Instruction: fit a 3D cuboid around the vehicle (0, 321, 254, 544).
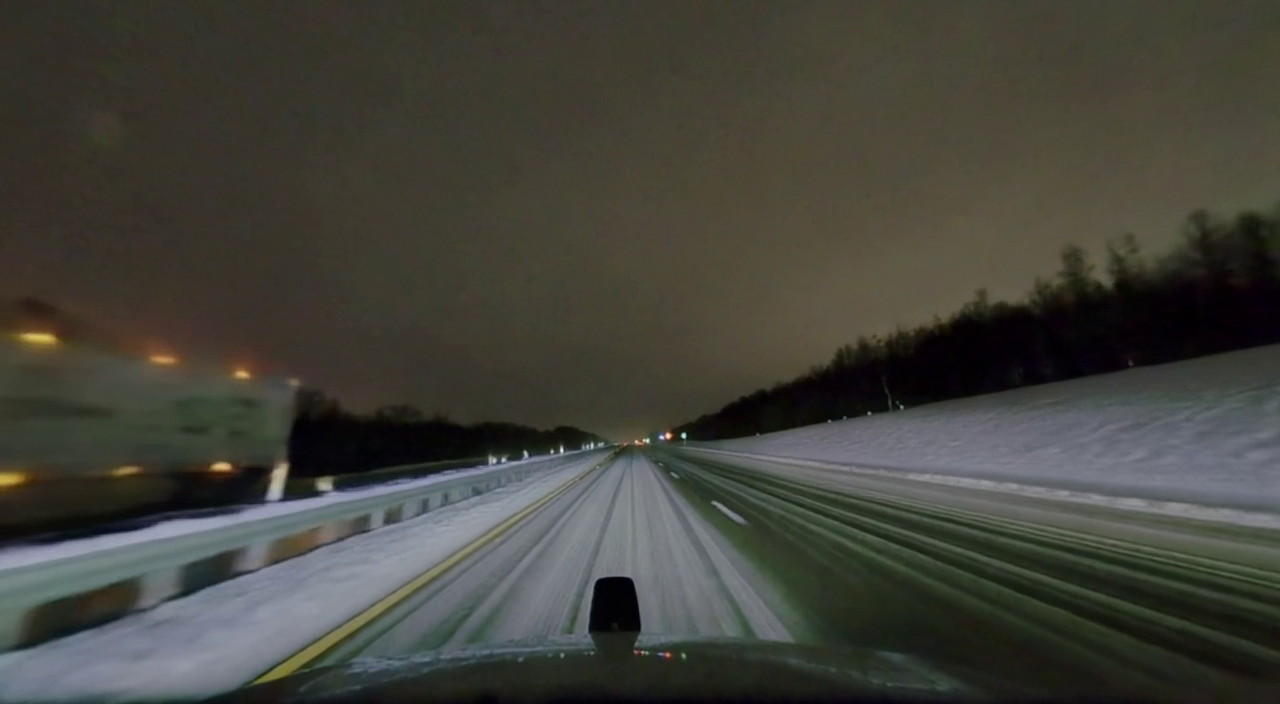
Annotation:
[{"bbox_3d":[-13.352,1.582,12.134,3.177,4.058,14.074,0,-8,-1],"label":"vehicle"}]
